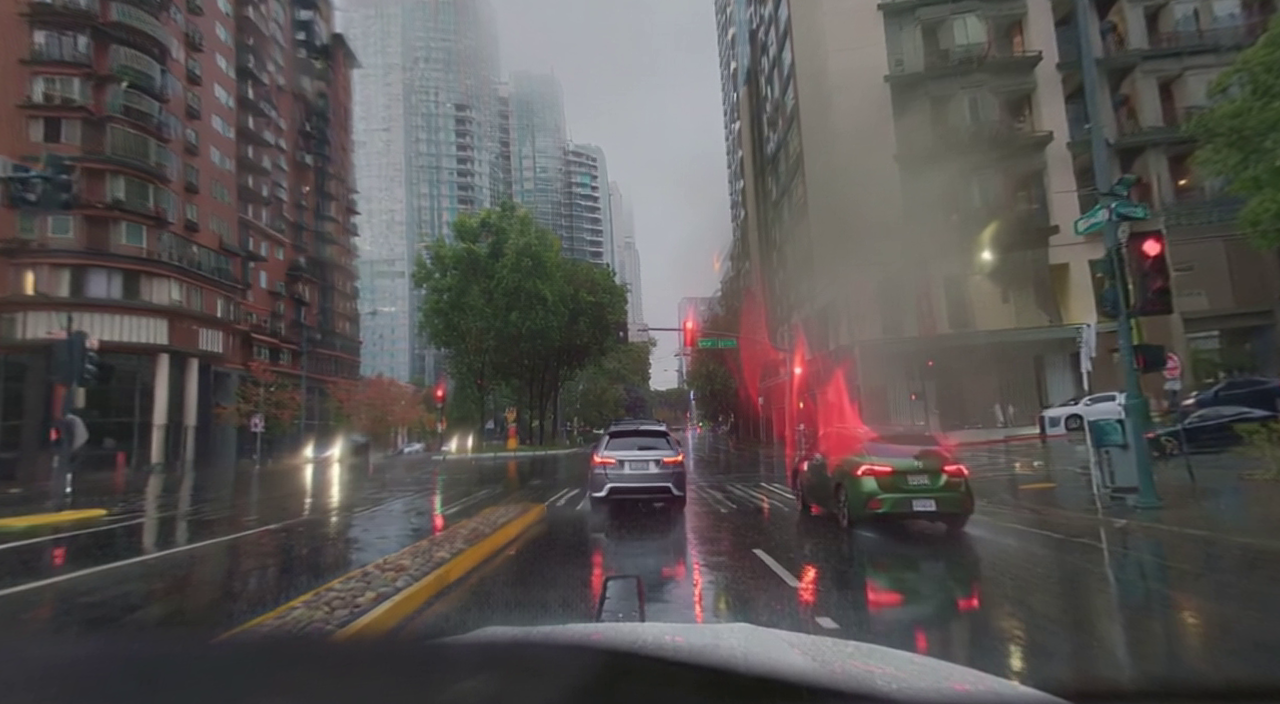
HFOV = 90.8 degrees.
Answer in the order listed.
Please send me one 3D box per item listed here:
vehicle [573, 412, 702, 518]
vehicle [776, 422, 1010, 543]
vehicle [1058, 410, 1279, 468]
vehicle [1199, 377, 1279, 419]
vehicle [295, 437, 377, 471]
[{"bbox_3d":[-0.009,2.215,12.785,2.168,1.776,4.135,0,-8,1],"label":"vehicle"},{"bbox_3d":[3.739,2.014,10.423,1.987,1.538,4.510,0,-8,0],"label":"vehicle"},{"bbox_3d":[14.281,2.373,17.227,4.354,1.466,1.863,0,-8,1],"label":"vehicle"},{"bbox_3d":[26.749,1.956,26.773,4.287,1.639,1.729,0,-8,2],"label":"vehicle"},{"bbox_3d":[-16.622,5.594,34.843,2.132,1.710,4.504,-1,-8,3],"label":"vehicle"}]
